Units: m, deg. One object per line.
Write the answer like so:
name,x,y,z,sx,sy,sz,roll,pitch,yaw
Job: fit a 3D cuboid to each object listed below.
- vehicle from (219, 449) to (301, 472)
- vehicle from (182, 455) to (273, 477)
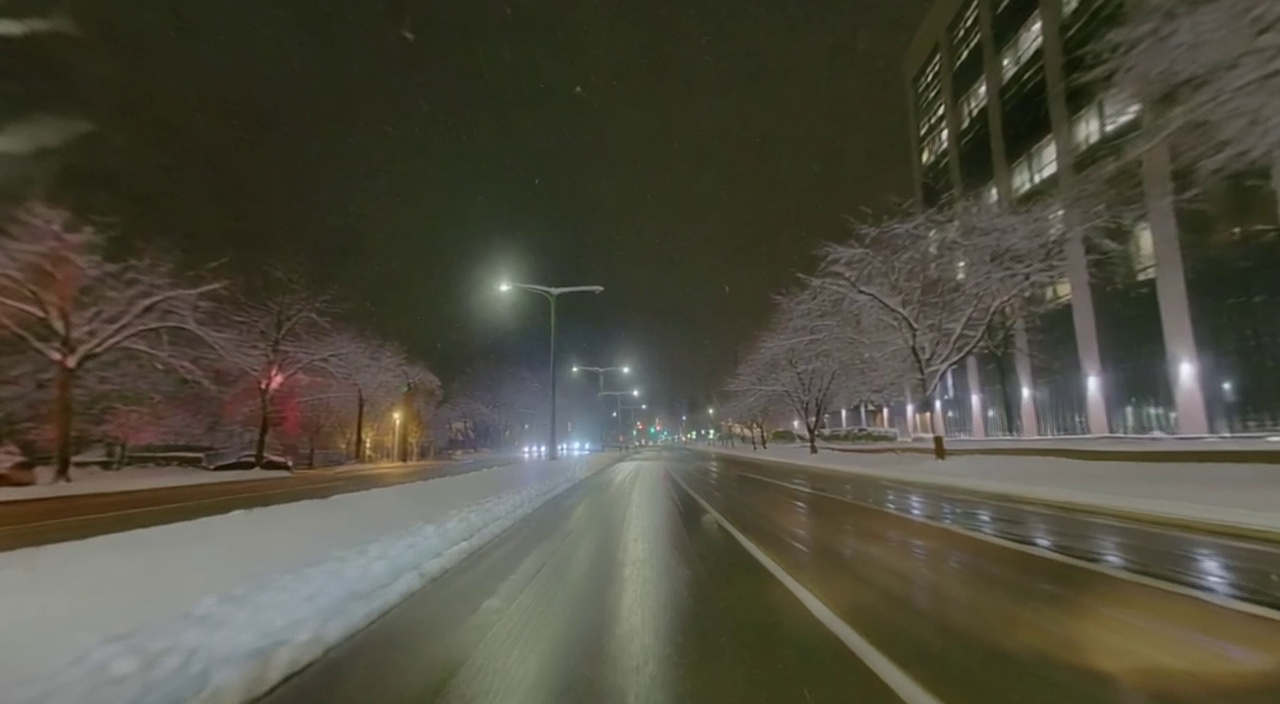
vehicle,-28.211,8.097,47.136,4.954,1.628,2.012,4,-9,-24
vehicle,-28.168,7.788,43.294,4.783,1.398,1.951,3,-8,-20
